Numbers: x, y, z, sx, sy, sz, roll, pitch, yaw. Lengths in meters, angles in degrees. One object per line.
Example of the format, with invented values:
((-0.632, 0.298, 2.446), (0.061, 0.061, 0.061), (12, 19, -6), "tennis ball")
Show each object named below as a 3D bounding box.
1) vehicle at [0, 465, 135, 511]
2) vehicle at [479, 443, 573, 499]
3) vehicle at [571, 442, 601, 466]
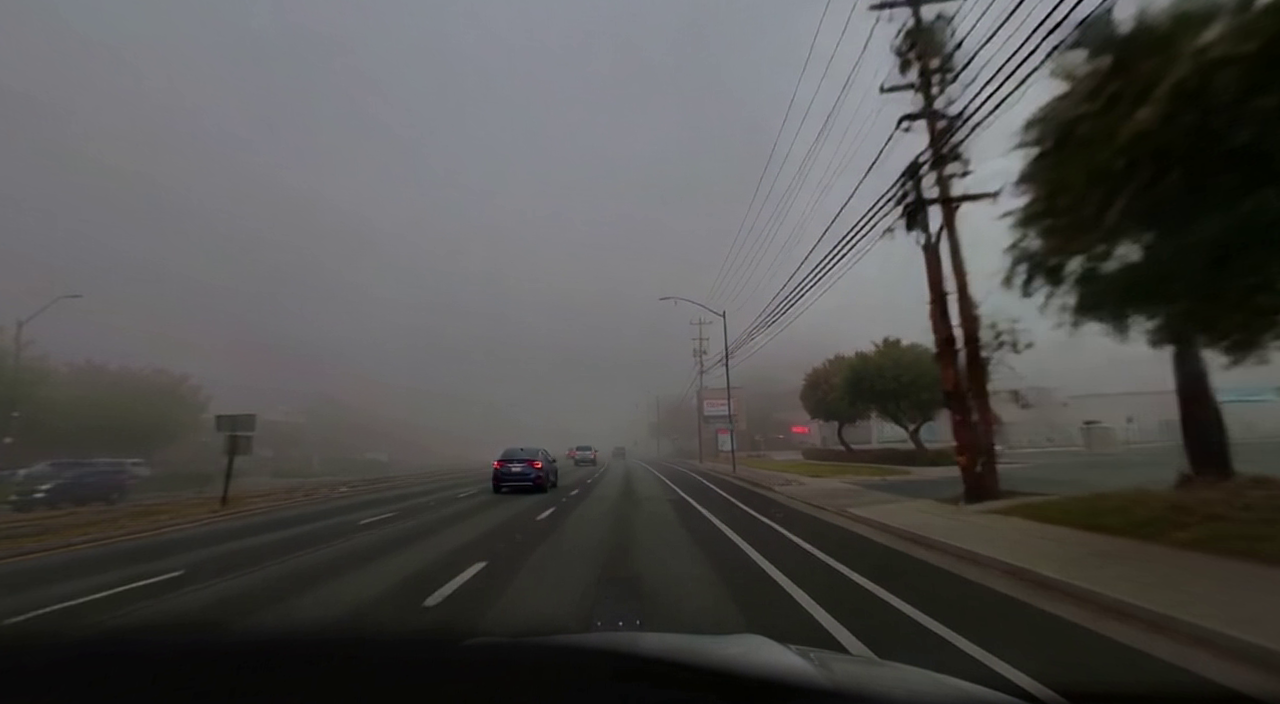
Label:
((-25.798, 5.996, 28.218), (1.973, 1.695, 4.541), (-2, -9, 15), "vehicle")
((-3.275, 3.509, 19.021), (1.942, 1.469, 4.426), (0, -9, 1), "vehicle")
((-4.225, 8.063, 49.913), (2.087, 1.736, 4.311), (0, -9, -1), "vehicle")
